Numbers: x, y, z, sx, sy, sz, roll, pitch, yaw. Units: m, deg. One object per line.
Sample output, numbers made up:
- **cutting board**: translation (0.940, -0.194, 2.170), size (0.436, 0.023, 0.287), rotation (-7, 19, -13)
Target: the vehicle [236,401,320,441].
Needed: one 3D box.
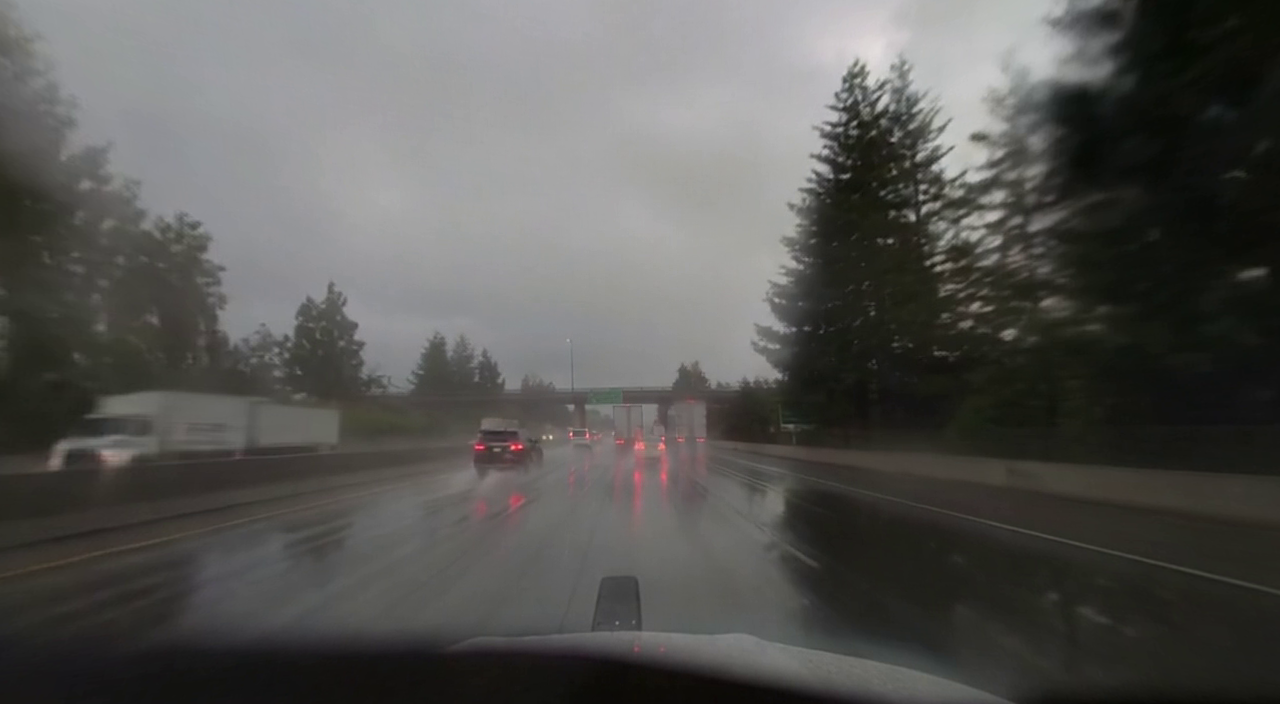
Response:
- **vehicle**: translation (-21.433, 4.131, 37.603), size (2.198, 2.105, 4.804), rotation (-2, -7, 0)

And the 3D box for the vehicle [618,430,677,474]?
- **vehicle**: translation (0.213, 3.717, 23.735), size (2.059, 1.522, 3.693), rotation (0, -8, -1)

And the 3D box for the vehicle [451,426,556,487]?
- **vehicle**: translation (-3.724, 2.935, 18.142), size (1.979, 1.527, 4.754), rotation (0, -8, 0)

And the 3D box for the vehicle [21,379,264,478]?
- **vehicle**: translation (-21.224, 3.478, 28.139), size (3.038, 3.631, 9.794), rotation (0, -8, -2)
